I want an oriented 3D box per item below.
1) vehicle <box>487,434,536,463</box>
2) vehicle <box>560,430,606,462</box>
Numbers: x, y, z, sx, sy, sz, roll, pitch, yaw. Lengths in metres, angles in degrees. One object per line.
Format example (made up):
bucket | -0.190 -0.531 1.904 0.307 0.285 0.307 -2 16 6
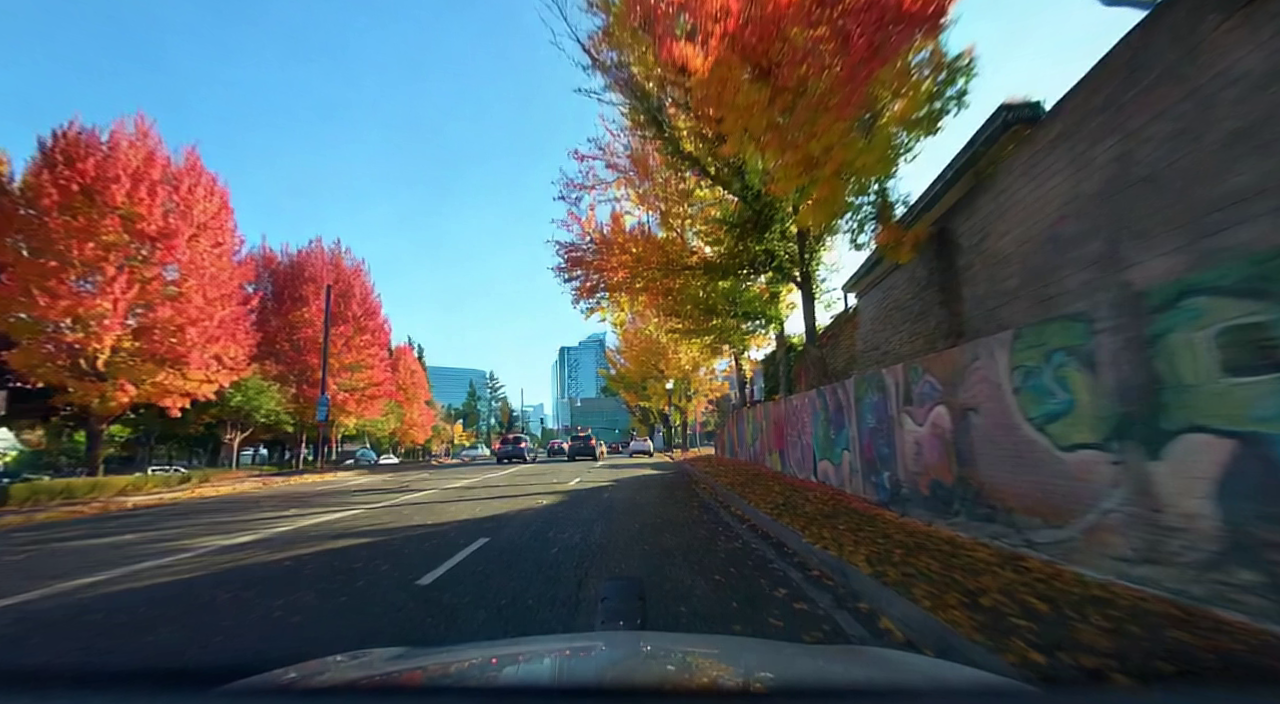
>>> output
vehicle | -7.548 5.747 37.421 1.932 1.596 4.247 0 -9 1
vehicle | -3.199 5.403 36.186 2.165 1.663 4.513 0 -9 1
